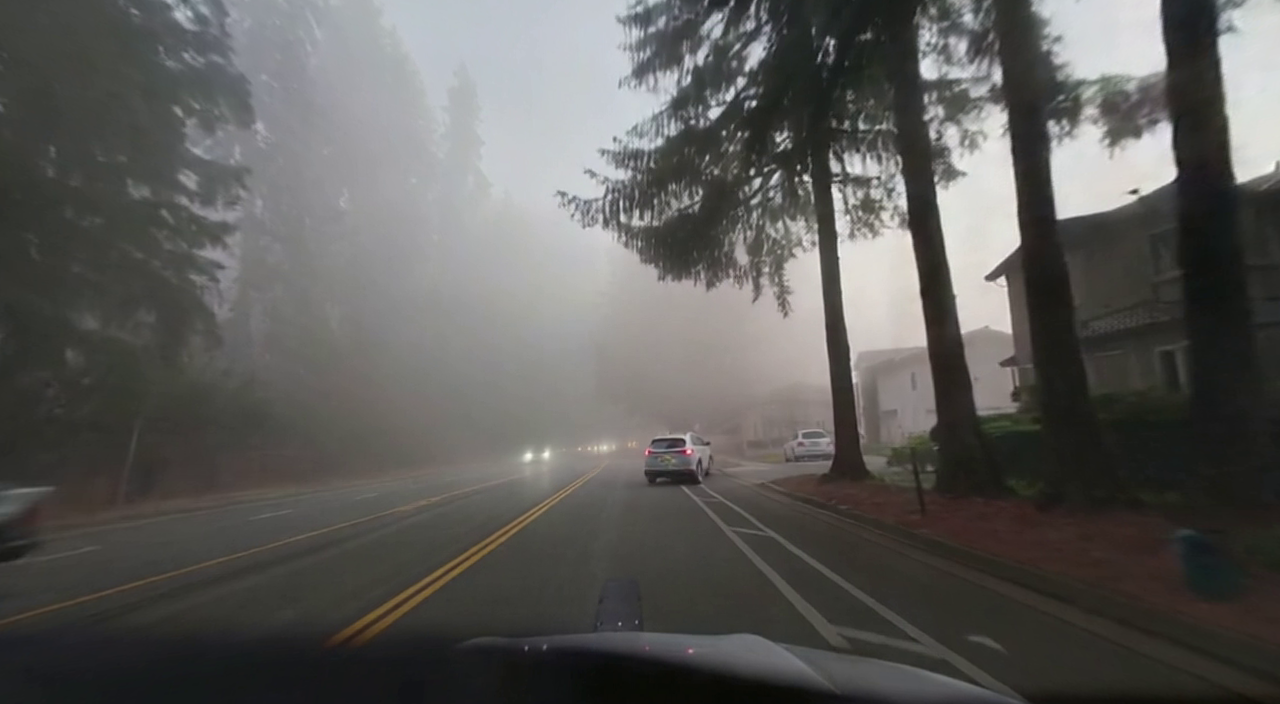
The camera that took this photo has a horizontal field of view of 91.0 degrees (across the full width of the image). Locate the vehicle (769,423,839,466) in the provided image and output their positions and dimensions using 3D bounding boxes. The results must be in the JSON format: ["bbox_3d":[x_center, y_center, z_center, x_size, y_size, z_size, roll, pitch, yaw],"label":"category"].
[{"bbox_3d":[8.226,4.742,32.055,2.007,1.803,4.835,-6,-9,-2],"label":"vehicle"}]

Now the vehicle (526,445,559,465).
[{"bbox_3d":[-7.609,8.088,49.640,1.894,1.476,4.429,0,-8,0],"label":"vehicle"}]

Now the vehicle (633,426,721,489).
[{"bbox_3d":[1.399,3.551,21.466,2.268,1.862,4.724,-2,-9,12],"label":"vehicle"}]
